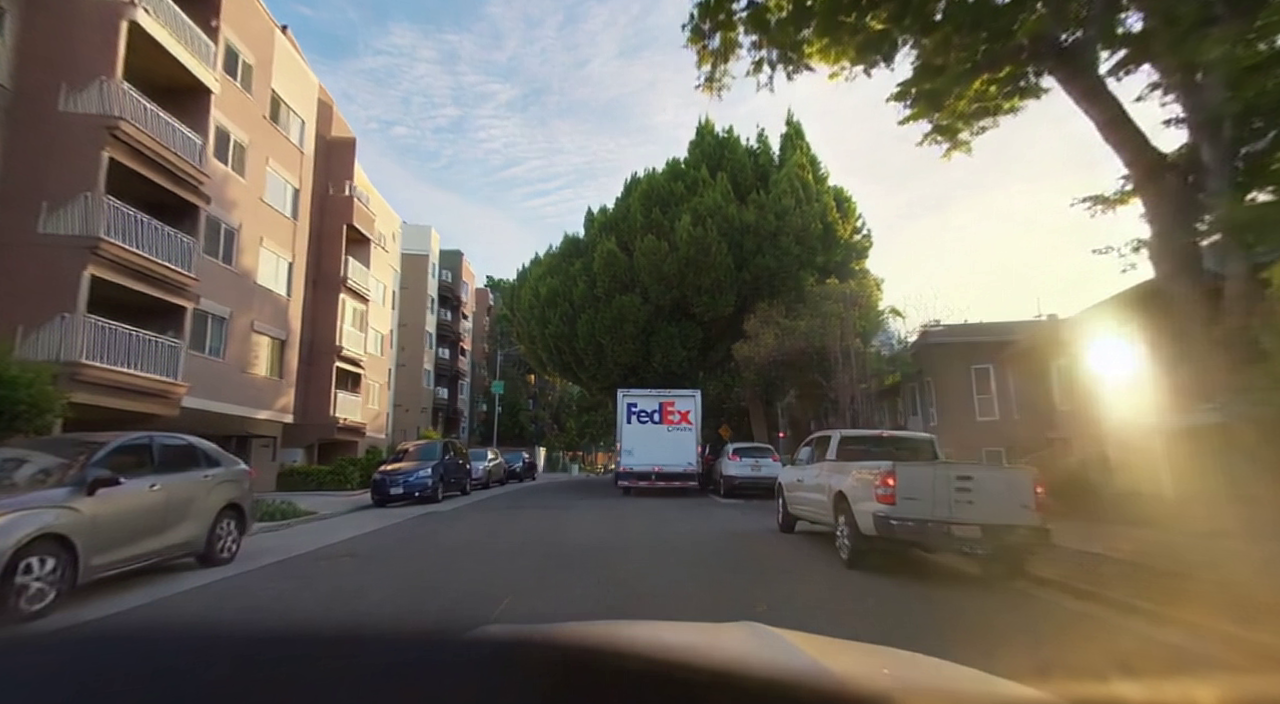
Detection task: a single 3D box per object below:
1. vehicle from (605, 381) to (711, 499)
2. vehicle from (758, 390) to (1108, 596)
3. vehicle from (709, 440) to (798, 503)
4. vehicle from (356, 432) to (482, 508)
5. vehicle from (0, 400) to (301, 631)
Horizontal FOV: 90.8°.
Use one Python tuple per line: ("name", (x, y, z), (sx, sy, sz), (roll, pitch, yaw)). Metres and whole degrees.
("vehicle", (0.404, 3.028, 21.647), (2.930, 3.275, 8.180), (0, -8, -1))
("vehicle", (3.376, 1.774, 8.998), (2.221, 1.991, 5.564), (0, -8, -1))
("vehicle", (3.192, 3.412, 18.512), (1.868, 1.623, 3.815), (0, -8, 0))
("vehicle", (-6.081, 3.271, 18.091), (2.020, 1.867, 4.654), (0, -8, -1))
("vehicle", (-5.959, 1.558, 6.898), (2.089, 1.757, 4.256), (0, -8, 0))
